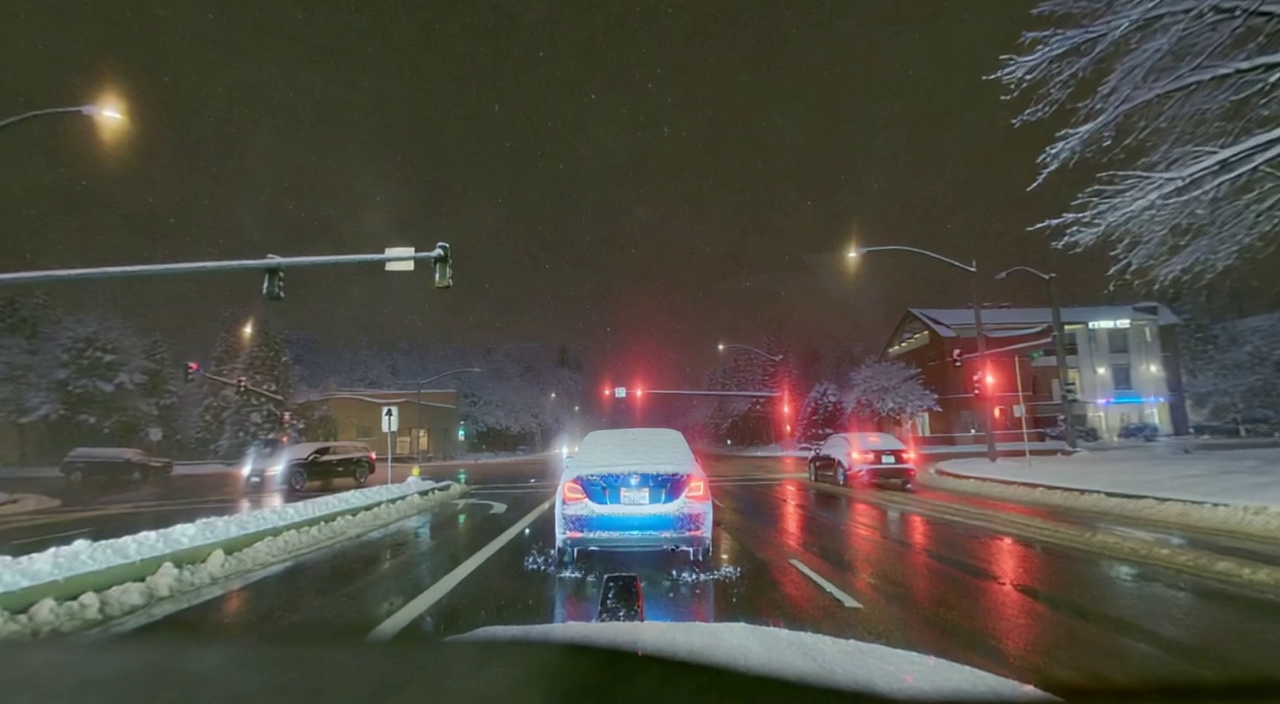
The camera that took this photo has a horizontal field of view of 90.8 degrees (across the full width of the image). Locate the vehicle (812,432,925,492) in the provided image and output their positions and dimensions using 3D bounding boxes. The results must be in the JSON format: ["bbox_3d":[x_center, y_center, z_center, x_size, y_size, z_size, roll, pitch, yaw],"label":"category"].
[{"bbox_3d":[7.055,3.438,20.075,2.039,1.692,4.319,0,-8,1],"label":"vehicle"}]

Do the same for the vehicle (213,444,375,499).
[{"bbox_3d":[-12.192,4.183,22.672,2.097,1.710,4.649,-4,-9,24],"label":"vehicle"}]

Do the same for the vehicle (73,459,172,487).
[{"bbox_3d":[-32.385,7.553,39.637,4.401,1.625,1.863,0,-8,-4],"label":"vehicle"}]

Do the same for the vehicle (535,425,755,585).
[{"bbox_3d":[-0.010,1.761,8.141,2.070,1.488,4.206,0,-8,-2],"label":"vehicle"}]
